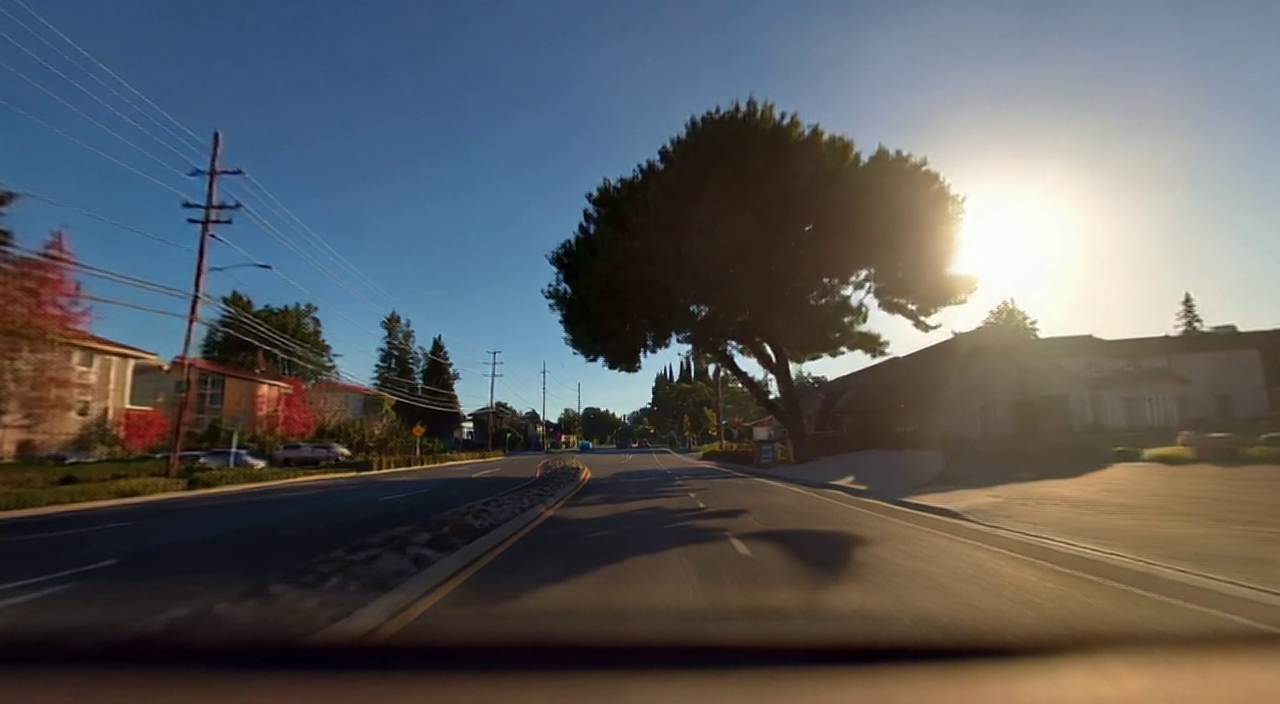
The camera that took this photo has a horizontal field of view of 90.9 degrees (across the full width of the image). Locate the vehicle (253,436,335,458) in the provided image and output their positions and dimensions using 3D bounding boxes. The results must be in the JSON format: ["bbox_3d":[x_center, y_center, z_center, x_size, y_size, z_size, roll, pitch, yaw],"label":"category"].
[{"bbox_3d":[-22.804,6.244,41.632,4.265,1.393,2.071,0,-8,4],"label":"vehicle"}]
